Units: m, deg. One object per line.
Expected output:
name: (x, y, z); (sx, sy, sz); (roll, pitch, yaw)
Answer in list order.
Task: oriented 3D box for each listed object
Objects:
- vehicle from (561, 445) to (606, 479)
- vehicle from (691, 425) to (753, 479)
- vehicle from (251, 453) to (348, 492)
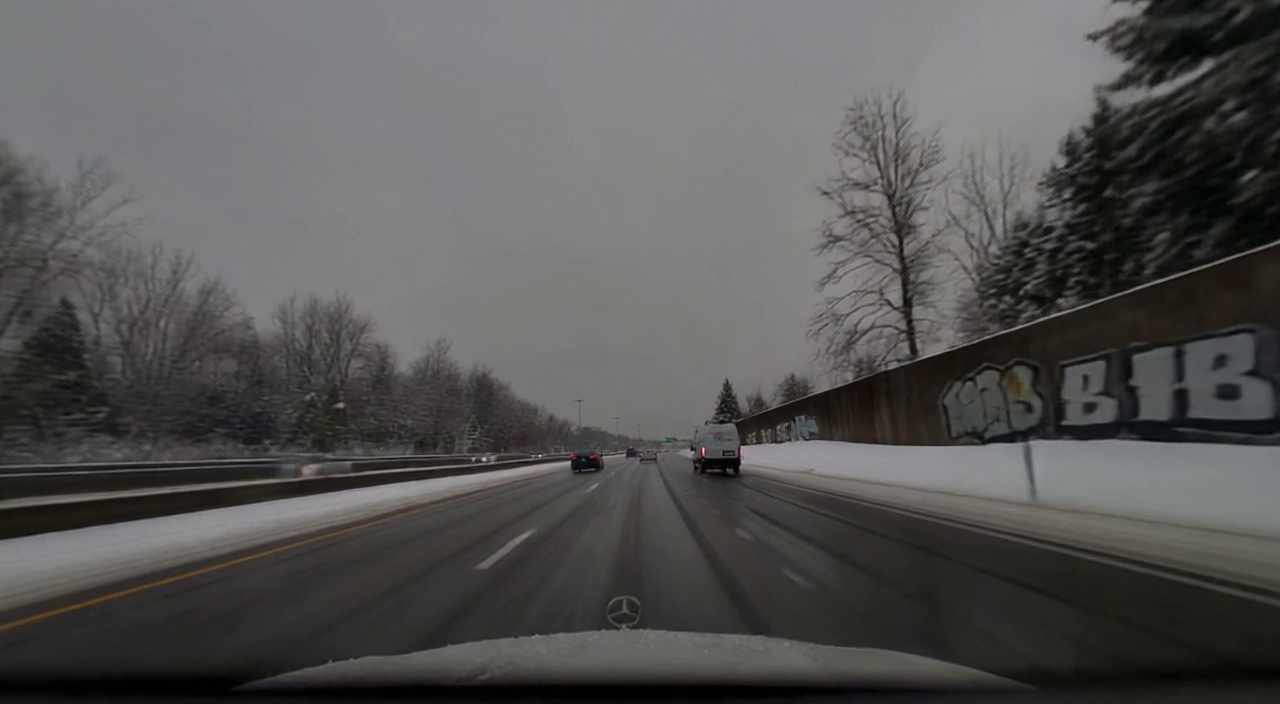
vehicle: (-2.929, 5.826, 33.618); (1.964, 1.618, 4.489); (0, -9, 0)
vehicle: (4.224, 5.305, 33.611); (2.469, 2.591, 5.653); (0, -9, 0)
vehicle: (-15.705, 5.553, 29.400); (1.927, 1.606, 4.572); (0, -9, 1)
